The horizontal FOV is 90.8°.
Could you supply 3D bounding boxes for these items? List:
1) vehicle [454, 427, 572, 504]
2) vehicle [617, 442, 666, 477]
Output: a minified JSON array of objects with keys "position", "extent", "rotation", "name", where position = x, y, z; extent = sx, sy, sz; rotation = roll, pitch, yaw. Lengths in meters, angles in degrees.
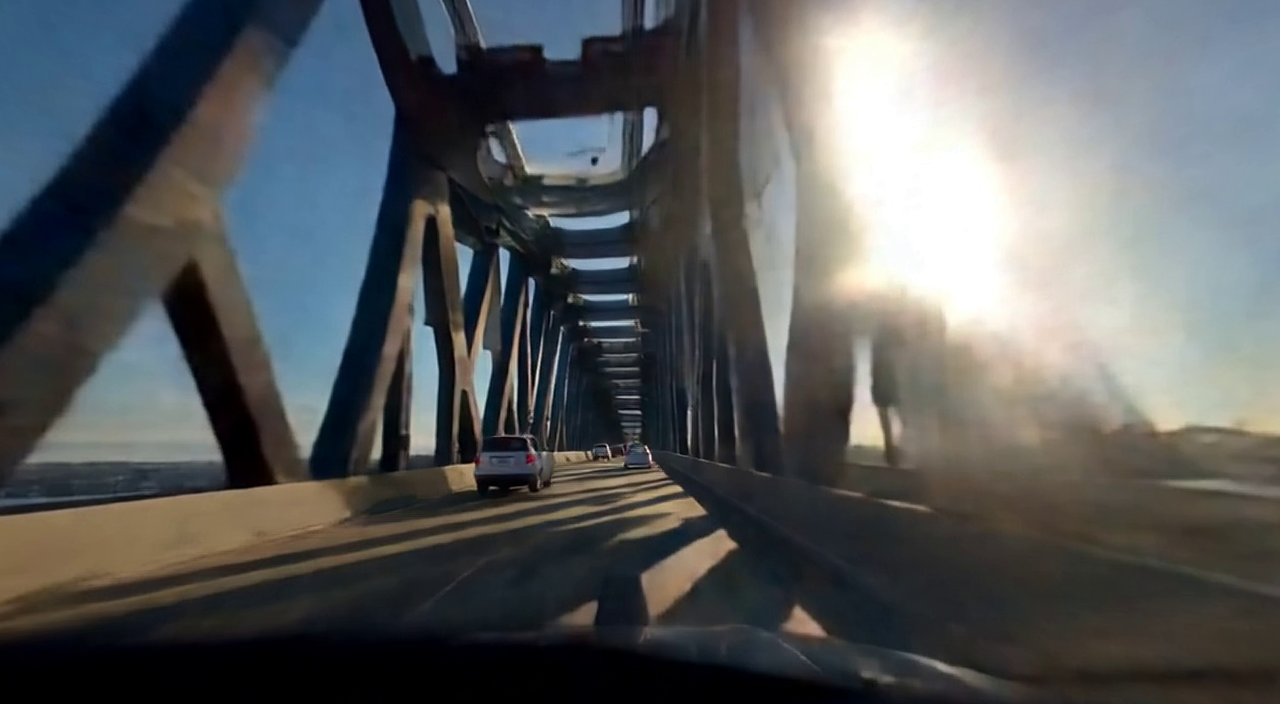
[{"position":[-3.318,3.095,17.642],"extent":[2.190,1.807,4.741],"rotation":[-1,-9,2],"name":"vehicle"},{"position":[0.037,4.857,28.806],"extent":[2.048,1.450,3.973],"rotation":[0,-9,-1],"name":"vehicle"}]
